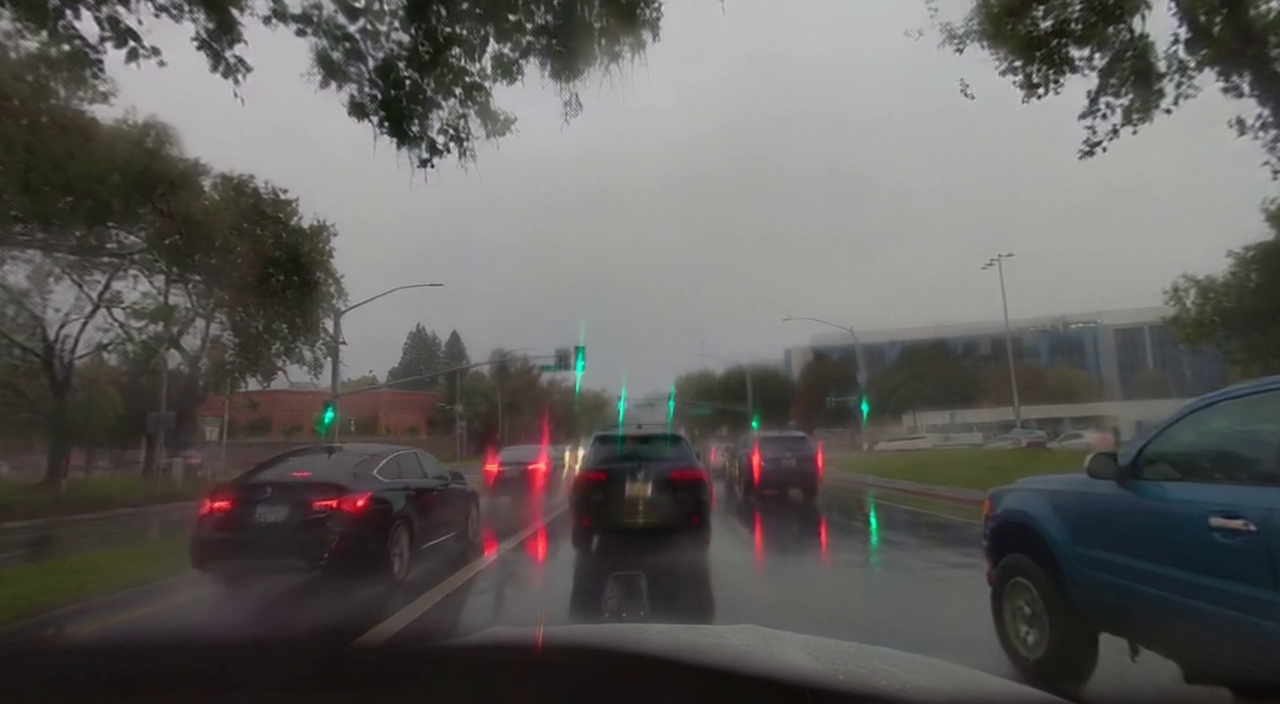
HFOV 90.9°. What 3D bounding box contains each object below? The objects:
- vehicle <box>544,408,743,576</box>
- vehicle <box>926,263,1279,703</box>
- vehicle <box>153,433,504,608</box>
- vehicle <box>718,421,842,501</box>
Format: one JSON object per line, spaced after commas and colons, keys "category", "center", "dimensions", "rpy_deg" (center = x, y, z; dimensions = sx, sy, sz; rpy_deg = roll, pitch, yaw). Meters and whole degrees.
{"category": "vehicle", "center": [0.063, 1.781, 8.748], "dimensions": [2.113, 1.768, 3.901], "rpy_deg": [0, -8, 1]}
{"category": "vehicle", "center": [3.329, 0.585, 1.530], "dimensions": [2.571, 1.857, 5.841], "rpy_deg": [0, -8, 0]}
{"category": "vehicle", "center": [-3.181, 1.798, 7.819], "dimensions": [1.909, 1.476, 4.751], "rpy_deg": [0, -8, 0]}
{"category": "vehicle", "center": [3.716, 3.032, 17.942], "dimensions": [2.408, 1.908, 5.355], "rpy_deg": [0, -8, 1]}
